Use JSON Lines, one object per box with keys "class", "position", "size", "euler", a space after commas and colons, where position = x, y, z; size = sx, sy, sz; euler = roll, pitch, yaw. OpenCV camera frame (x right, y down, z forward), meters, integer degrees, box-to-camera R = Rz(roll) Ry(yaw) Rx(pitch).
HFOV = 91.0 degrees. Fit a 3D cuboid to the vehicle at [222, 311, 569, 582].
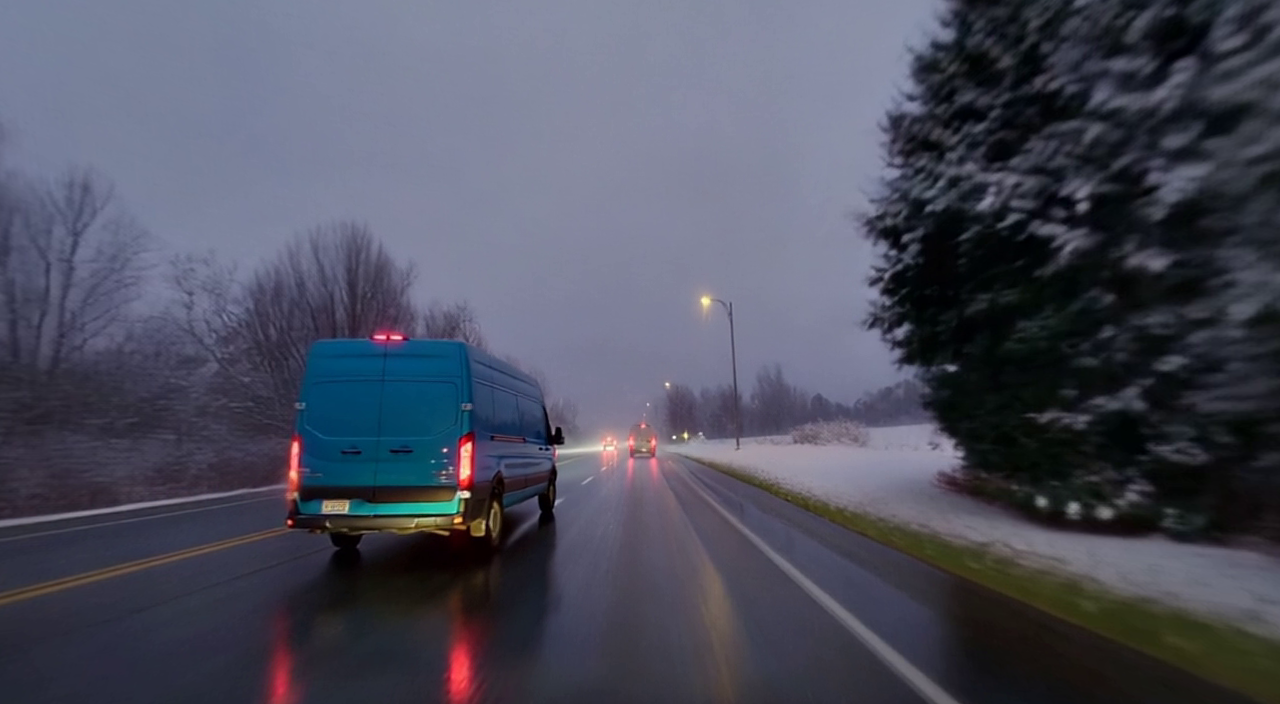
{"class": "vehicle", "position": [-2.694, 1.314, 9.159], "size": [2.497, 2.628, 6.016], "euler": [0, -8, 1]}
